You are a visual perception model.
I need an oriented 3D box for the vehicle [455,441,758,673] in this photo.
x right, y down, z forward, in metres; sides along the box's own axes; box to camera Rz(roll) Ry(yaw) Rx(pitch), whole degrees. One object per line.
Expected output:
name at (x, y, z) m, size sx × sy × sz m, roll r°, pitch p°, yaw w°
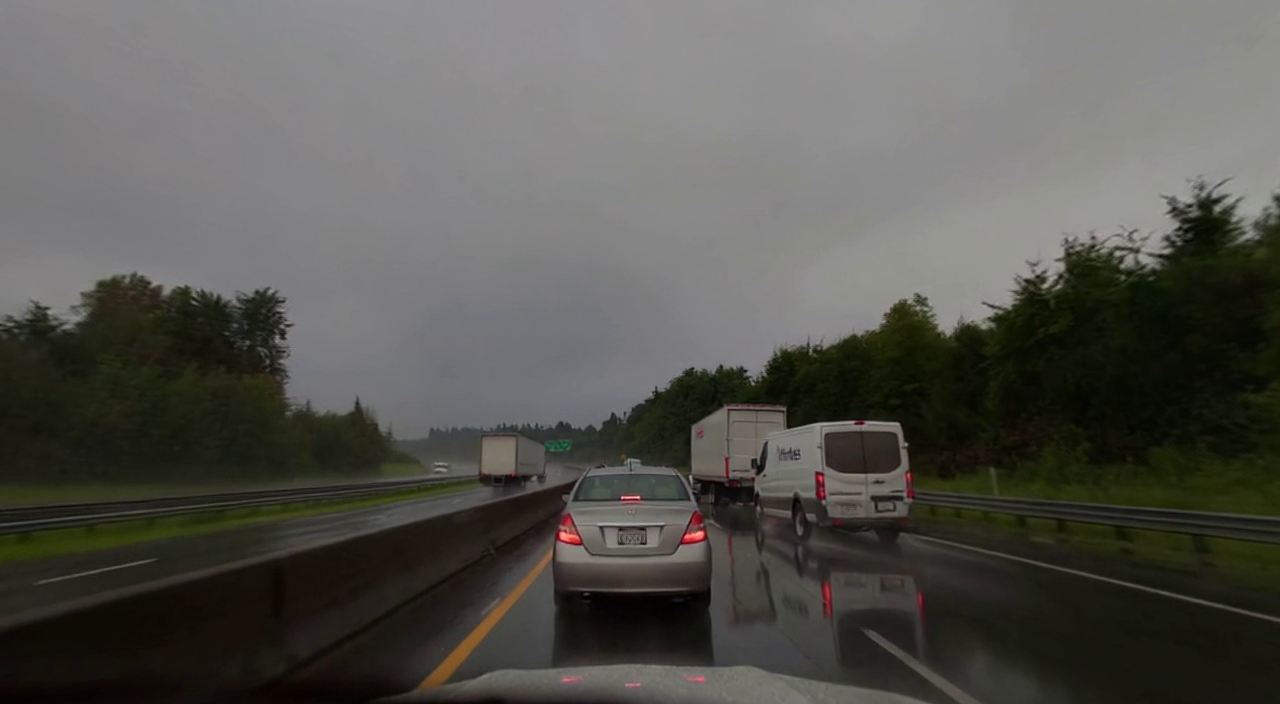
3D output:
vehicle at (-0.253, 1.679, 5.934) m, size 1.980 × 1.493 × 3.410 m, roll 1°, pitch -11°, yaw -1°

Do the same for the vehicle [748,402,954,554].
vehicle at (4.030, 2.624, 13.394) m, size 2.328 × 2.537 × 5.290 m, roll 1°, pitch -11°, yaw -2°
